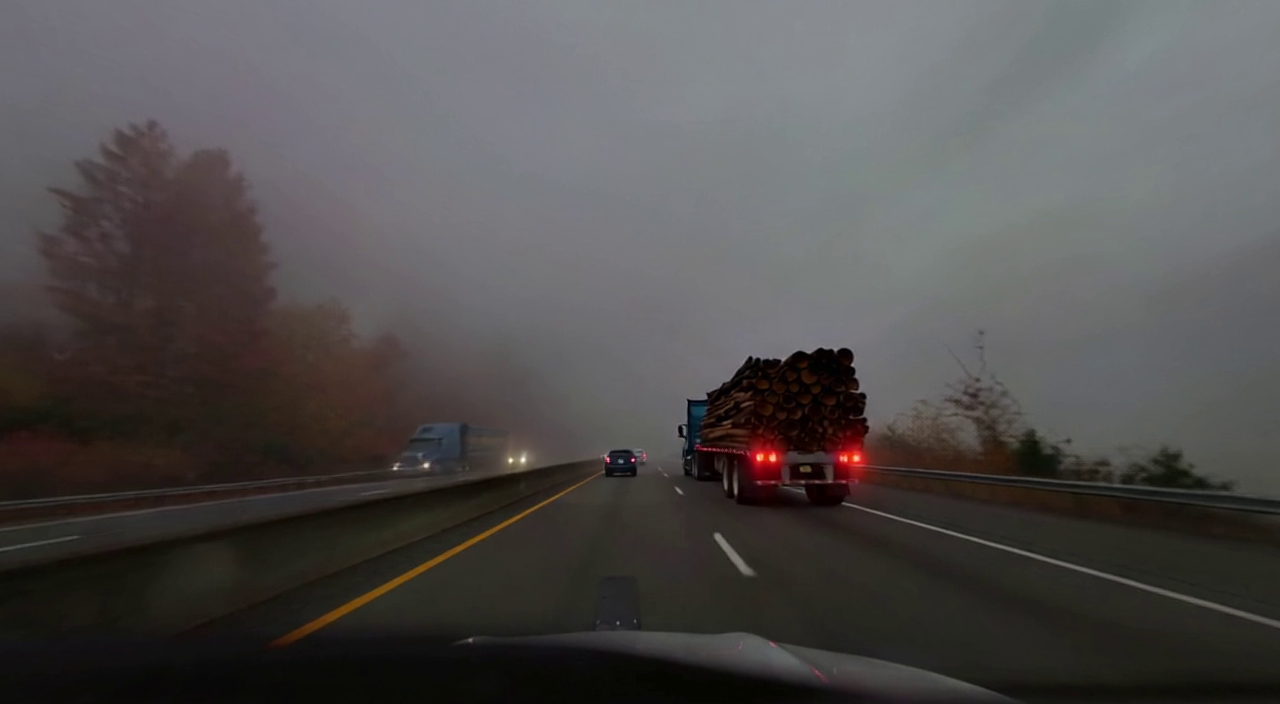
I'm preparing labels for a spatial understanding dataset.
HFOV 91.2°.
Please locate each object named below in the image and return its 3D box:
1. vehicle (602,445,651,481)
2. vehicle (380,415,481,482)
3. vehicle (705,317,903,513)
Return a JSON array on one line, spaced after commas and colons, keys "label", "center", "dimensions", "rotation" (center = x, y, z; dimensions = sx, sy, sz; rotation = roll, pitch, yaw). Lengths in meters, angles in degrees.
[{"label": "vehicle", "center": [-0.546, 5.125, 29.087], "dimensions": [2.099, 1.506, 4.097], "rotation": [-1, -9, 1]}, {"label": "vehicle", "center": [-13.815, 6.580, 42.674], "dimensions": [2.968, 3.947, 10.444], "rotation": [-1, -9, 2]}, {"label": "vehicle", "center": [3.697, 1.871, 16.791], "dimensions": [3.004, 3.923, 8.363], "rotation": [-1, -9, 0]}]
